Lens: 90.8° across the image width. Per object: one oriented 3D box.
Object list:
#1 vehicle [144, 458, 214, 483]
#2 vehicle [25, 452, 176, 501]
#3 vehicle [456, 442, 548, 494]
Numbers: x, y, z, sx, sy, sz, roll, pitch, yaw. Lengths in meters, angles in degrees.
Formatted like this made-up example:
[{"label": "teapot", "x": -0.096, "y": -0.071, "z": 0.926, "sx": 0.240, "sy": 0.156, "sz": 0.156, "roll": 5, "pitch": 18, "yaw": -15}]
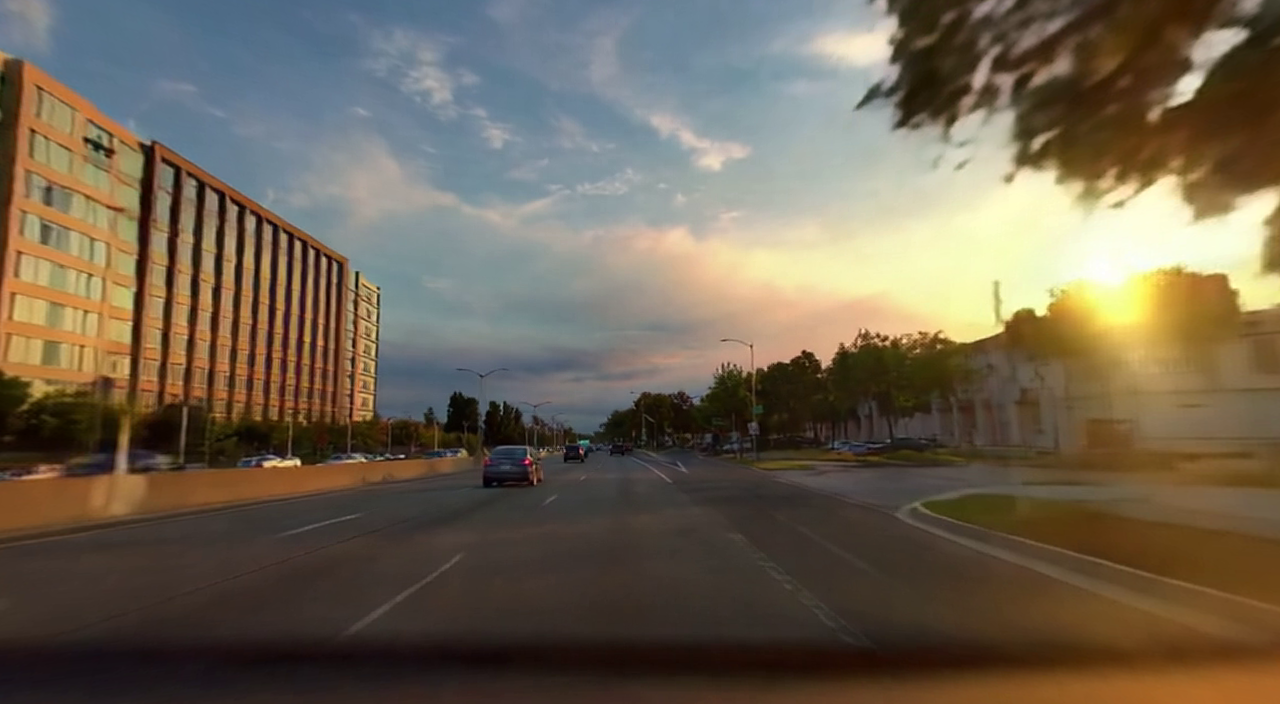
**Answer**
[{"label": "vehicle", "x": -33.569, "y": 8.616, "z": 46.148, "sx": 1.885, "sy": 1.538, "sz": 4.642, "roll": 0, "pitch": -8, "yaw": -4}, {"label": "vehicle", "x": -19.892, "y": 4.564, "z": 23.573, "sx": 2.159, "sy": 1.613, "sz": 3.873, "roll": 0, "pitch": -8, "yaw": 1}, {"label": "vehicle", "x": -4.265, "y": 3.642, "z": 20.260, "sx": 2.025, "sy": 1.474, "sz": 4.292, "roll": 0, "pitch": -8, "yaw": -1}]
